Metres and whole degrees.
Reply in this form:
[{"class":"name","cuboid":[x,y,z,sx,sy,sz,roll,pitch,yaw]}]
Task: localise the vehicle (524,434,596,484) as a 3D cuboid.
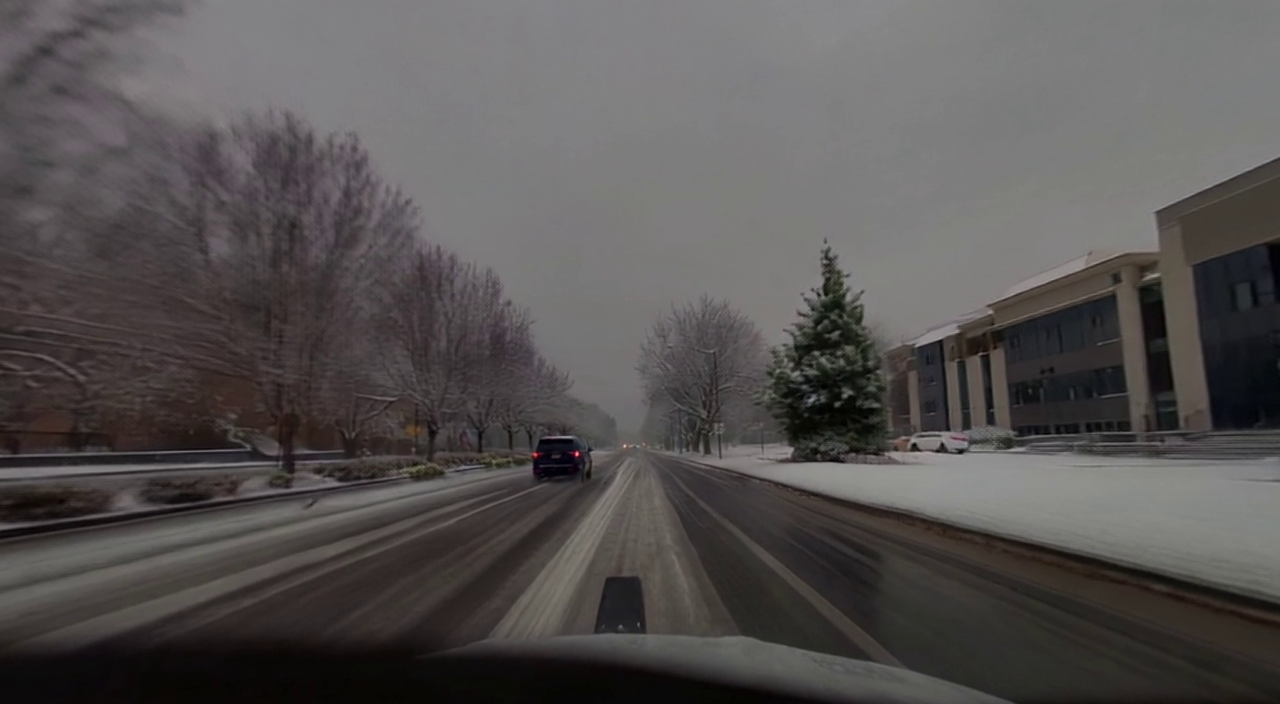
[{"class":"vehicle","cuboid":[-3.048,4.215,25.086,2.112,1.779,4.489,0,-9,2]}]
